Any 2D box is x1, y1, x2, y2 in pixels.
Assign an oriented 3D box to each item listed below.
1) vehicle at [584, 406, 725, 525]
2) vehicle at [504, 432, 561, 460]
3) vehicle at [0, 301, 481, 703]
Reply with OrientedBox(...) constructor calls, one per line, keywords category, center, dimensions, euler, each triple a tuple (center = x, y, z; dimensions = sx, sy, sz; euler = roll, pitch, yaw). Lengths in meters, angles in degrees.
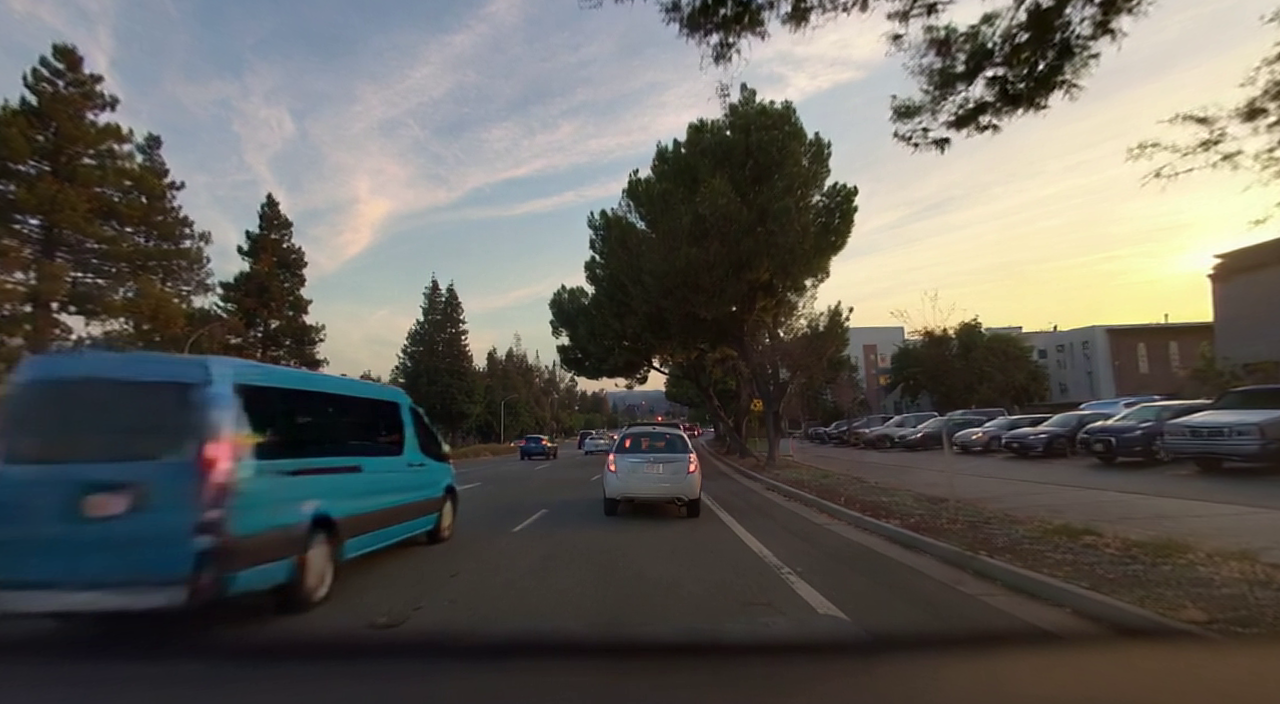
OrientedBox(category="vehicle", center=(0.294, 2.071, 11.961), dimensions=(2.173, 1.830, 4.189), euler=(0, -8, 2))
OrientedBox(category="vehicle", center=(-7.146, 6.309, 42.485), dimensions=(2.243, 1.783, 4.600), euler=(-2, -8, 11))
OrientedBox(category="vehicle", center=(-3.542, 1.153, 6.043), dimensions=(2.486, 2.074, 5.456), euler=(0, -8, 2))
